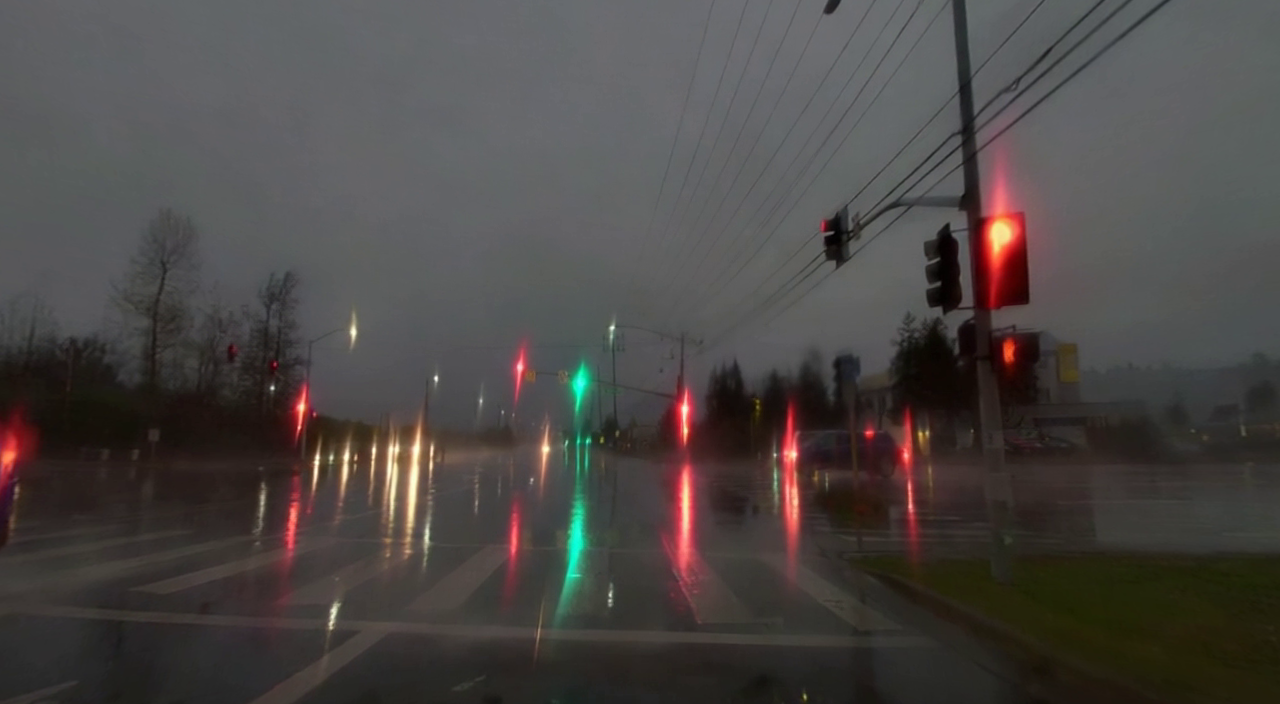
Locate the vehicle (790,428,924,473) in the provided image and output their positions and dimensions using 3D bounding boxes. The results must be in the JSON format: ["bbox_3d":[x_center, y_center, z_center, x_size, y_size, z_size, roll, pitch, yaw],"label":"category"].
[{"bbox_3d":[8.701,4.023,25.719,4.884,1.714,2.021,-2,-9,12],"label":"vehicle"}]
